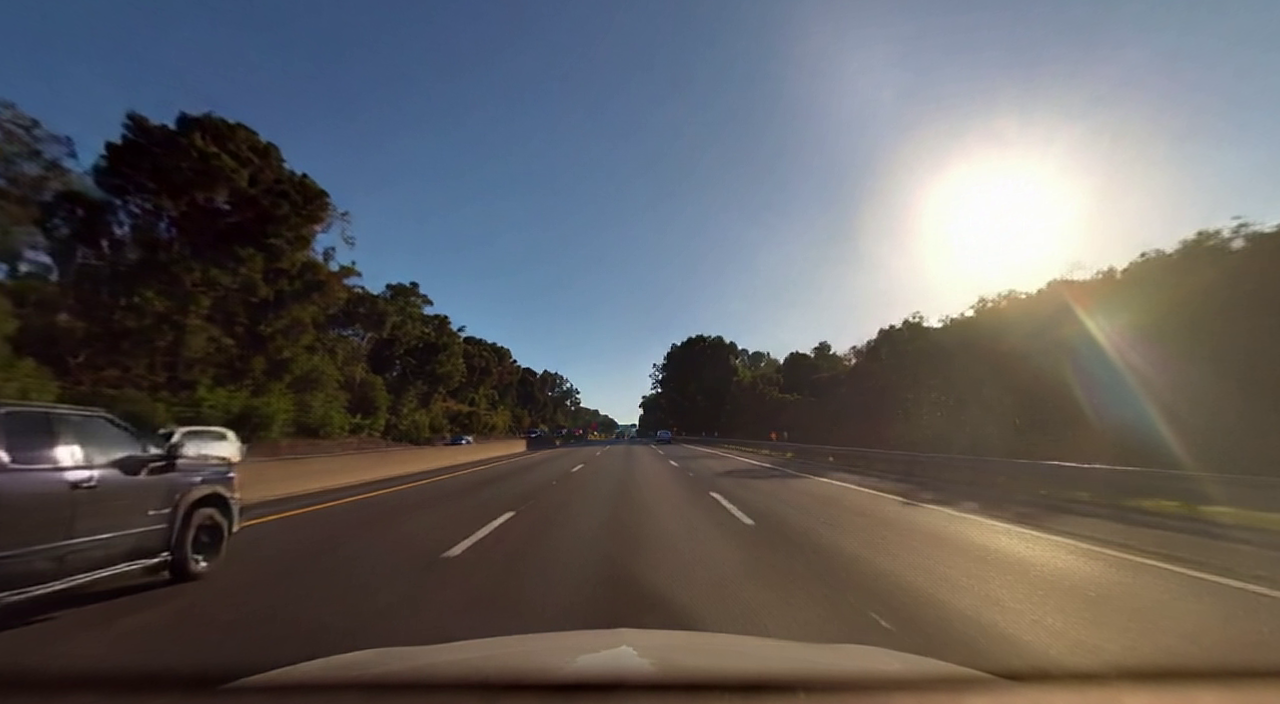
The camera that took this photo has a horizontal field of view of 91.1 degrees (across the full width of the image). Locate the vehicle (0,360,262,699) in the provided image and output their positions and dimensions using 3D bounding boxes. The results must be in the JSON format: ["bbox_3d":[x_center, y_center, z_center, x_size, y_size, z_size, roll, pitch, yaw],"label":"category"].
[{"bbox_3d":[-4.091,0.867,3.107,2.000,1.620,3.929,0,-8,0],"label":"vehicle"}]
